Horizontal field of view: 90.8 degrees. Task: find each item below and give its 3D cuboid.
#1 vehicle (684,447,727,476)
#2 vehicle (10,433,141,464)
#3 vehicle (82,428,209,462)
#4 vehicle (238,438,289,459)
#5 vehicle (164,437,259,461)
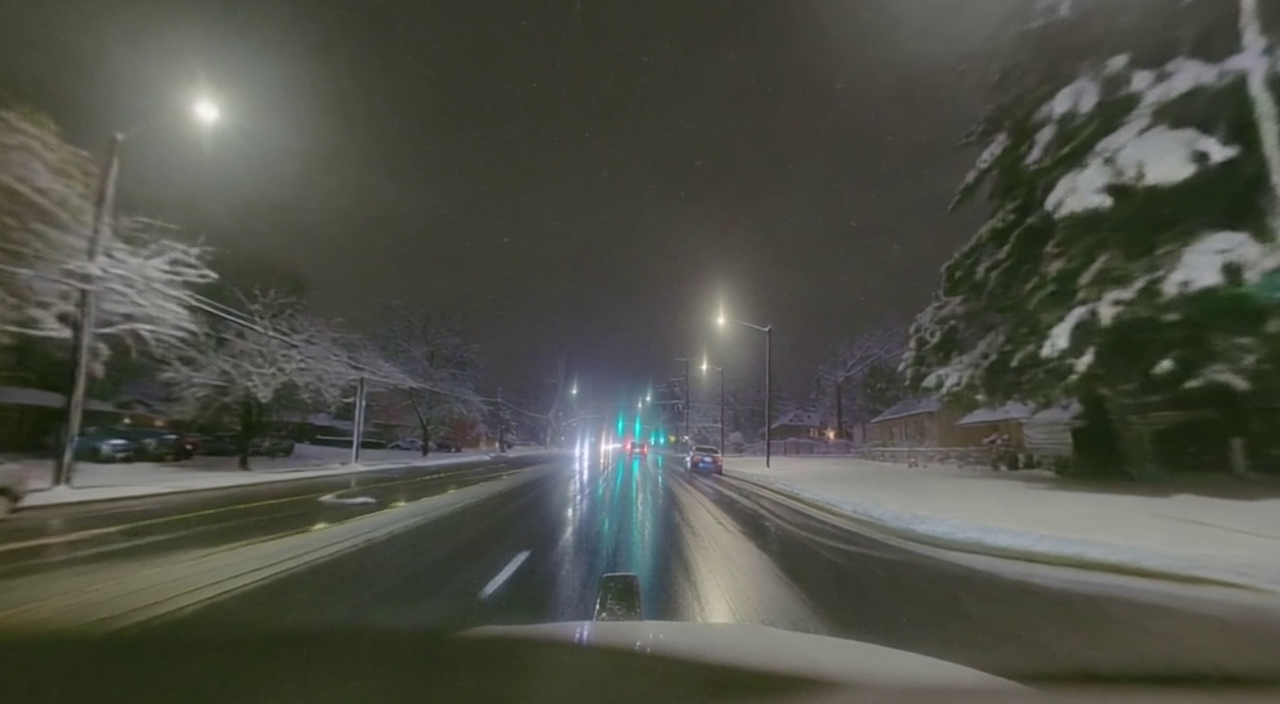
[{"bbox_3d":[3.639,6.150,35.640,1.942,1.502,4.244,0,-8,0],"label":"vehicle"},{"bbox_3d":[-28.546,4.892,32.087,4.637,1.472,1.944,0,-8,-3],"label":"vehicle"},{"bbox_3d":[-27.654,5.205,35.447,5.295,1.839,2.205,0,-8,2],"label":"vehicle"},{"bbox_3d":[-27.820,7.090,46.814,1.753,1.424,4.492,0,-8,-11],"label":"vehicle"},{"bbox_3d":[-26.900,6.096,39.845,4.450,1.472,1.982,2,-9,-15],"label":"vehicle"}]
